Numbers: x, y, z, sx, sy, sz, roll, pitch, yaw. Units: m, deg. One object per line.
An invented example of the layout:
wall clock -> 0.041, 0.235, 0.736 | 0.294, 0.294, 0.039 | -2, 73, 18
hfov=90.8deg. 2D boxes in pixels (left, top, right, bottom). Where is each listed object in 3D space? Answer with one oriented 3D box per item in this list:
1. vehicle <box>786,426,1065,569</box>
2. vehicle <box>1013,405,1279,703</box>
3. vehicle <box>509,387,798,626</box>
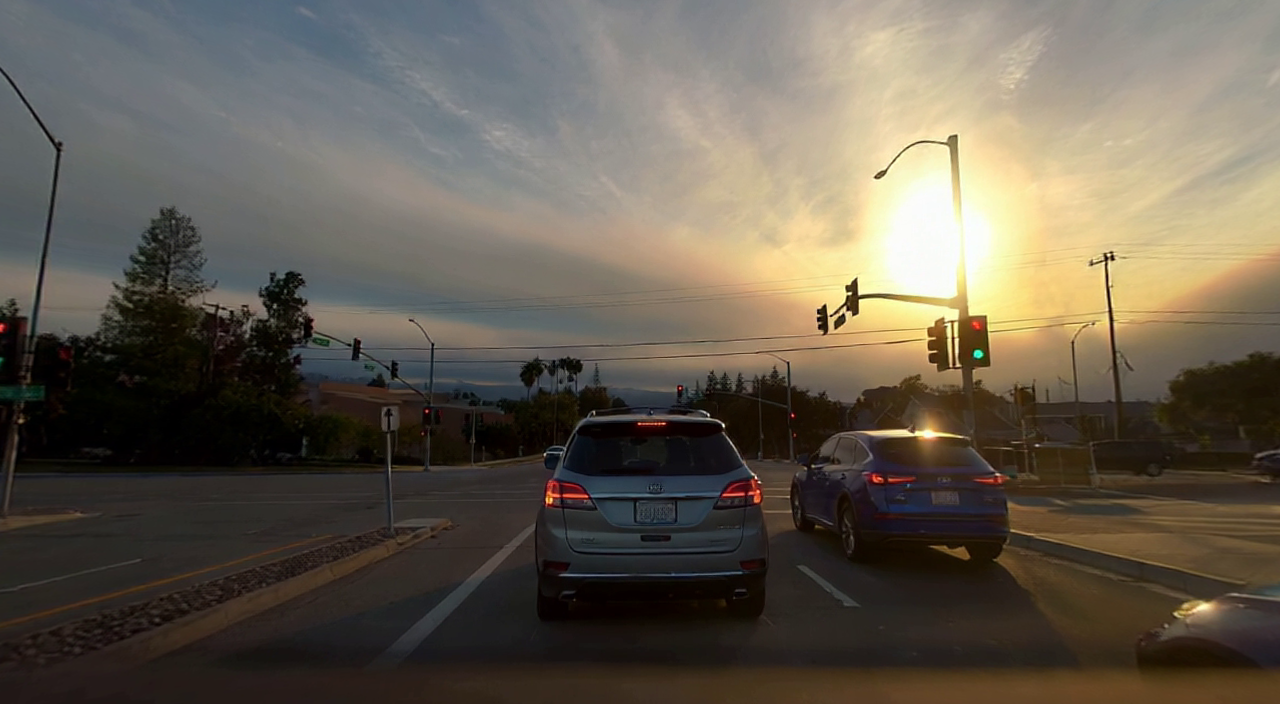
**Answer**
vehicle -> 3.526, 1.860, 8.866 | 1.861, 1.495, 4.215 | 0, -8, -1
vehicle -> 3.155, 0.815, 1.439 | 1.924, 1.466, 4.461 | 0, -8, 1
vehicle -> 0.103, 1.494, 7.075 | 2.170, 1.793, 4.468 | 0, -8, 0
